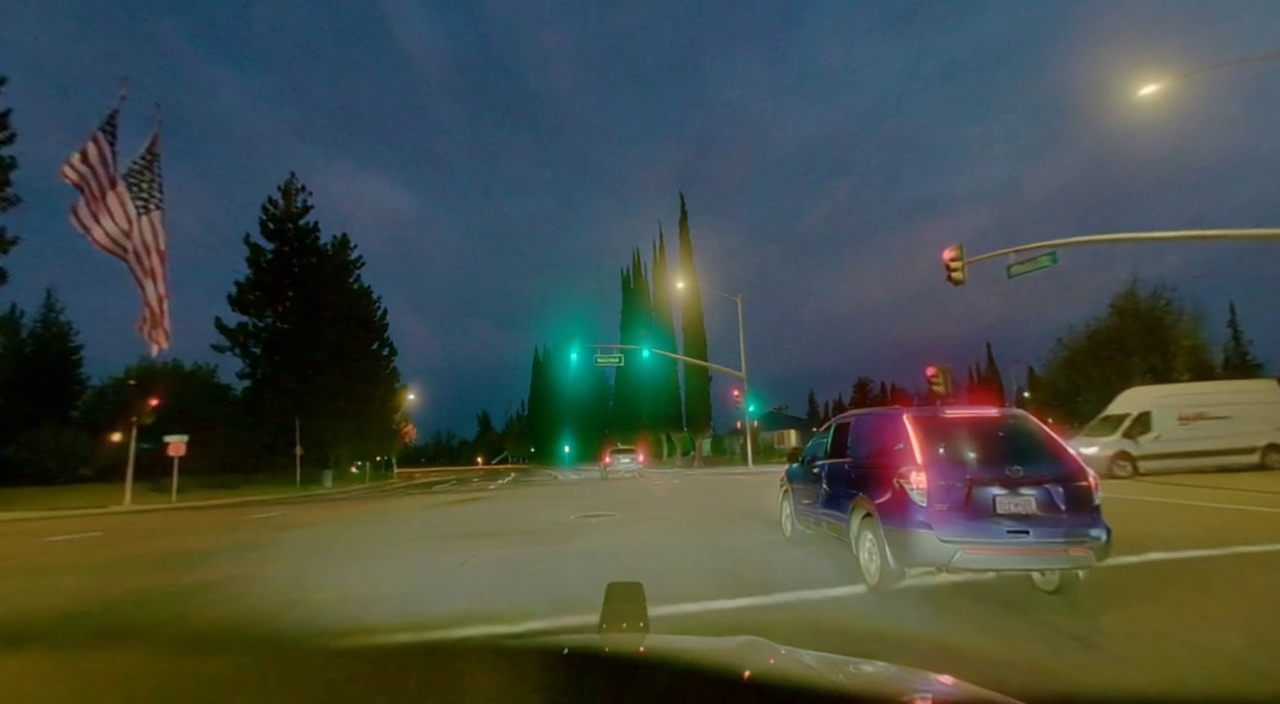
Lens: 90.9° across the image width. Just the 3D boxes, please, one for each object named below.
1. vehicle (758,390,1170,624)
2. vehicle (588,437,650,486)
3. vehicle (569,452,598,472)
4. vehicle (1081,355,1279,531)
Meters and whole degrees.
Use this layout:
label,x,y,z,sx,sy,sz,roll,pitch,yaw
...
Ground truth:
label,x,y,z,sx,sy,sz,roll,pitch,yaw
vehicle,2.798,1.455,6.947,2.024,1.686,4.588,0,-8,-1
vehicle,-0.989,4.498,26.294,2.185,1.822,4.583,1,-8,-7
vehicle,-4.504,8.613,49.592,1.887,1.458,4.275,1,-8,-10
vehicle,9.456,1.458,10.260,2.578,2.251,4.782,-4,-9,22
